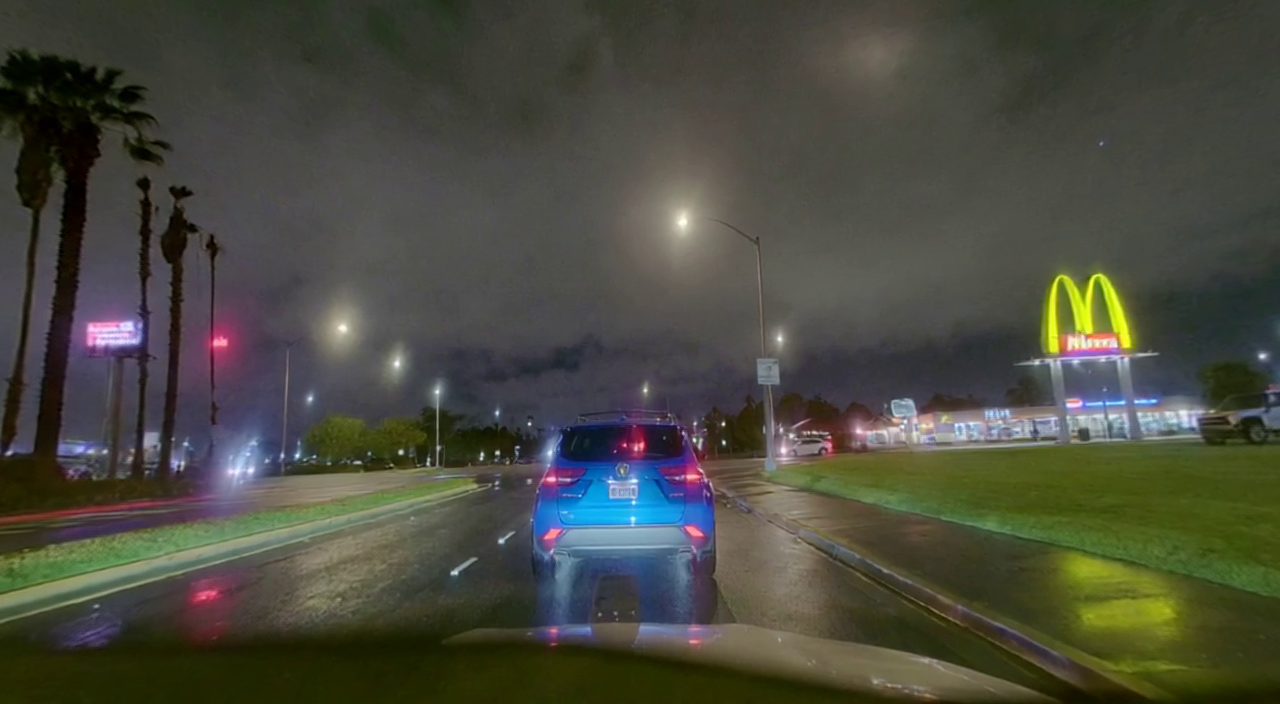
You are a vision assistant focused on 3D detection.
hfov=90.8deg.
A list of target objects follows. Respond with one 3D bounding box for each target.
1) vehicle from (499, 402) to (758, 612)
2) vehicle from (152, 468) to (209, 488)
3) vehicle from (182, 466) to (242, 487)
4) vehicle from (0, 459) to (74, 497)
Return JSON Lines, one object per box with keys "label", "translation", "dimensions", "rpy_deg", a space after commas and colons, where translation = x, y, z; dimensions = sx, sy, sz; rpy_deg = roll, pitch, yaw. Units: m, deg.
{"label": "vehicle", "translation": [-0.139, 1.578, 7.281], "dimensions": [2.137, 1.728, 3.926], "rpy_deg": [0, -9, -1]}
{"label": "vehicle", "translation": [-35.582, 9.746, 49.055], "dimensions": [1.641, 1.375, 3.640], "rpy_deg": [0, -9, 0]}
{"label": "vehicle", "translation": [-33.253, 9.676, 49.193], "dimensions": [1.792, 1.439, 3.952], "rpy_deg": [-1, -9, 3]}
{"label": "vehicle", "translation": [-28.001, 5.504, 27.657], "dimensions": [4.341, 1.528, 1.979], "rpy_deg": [5, -10, -29]}
